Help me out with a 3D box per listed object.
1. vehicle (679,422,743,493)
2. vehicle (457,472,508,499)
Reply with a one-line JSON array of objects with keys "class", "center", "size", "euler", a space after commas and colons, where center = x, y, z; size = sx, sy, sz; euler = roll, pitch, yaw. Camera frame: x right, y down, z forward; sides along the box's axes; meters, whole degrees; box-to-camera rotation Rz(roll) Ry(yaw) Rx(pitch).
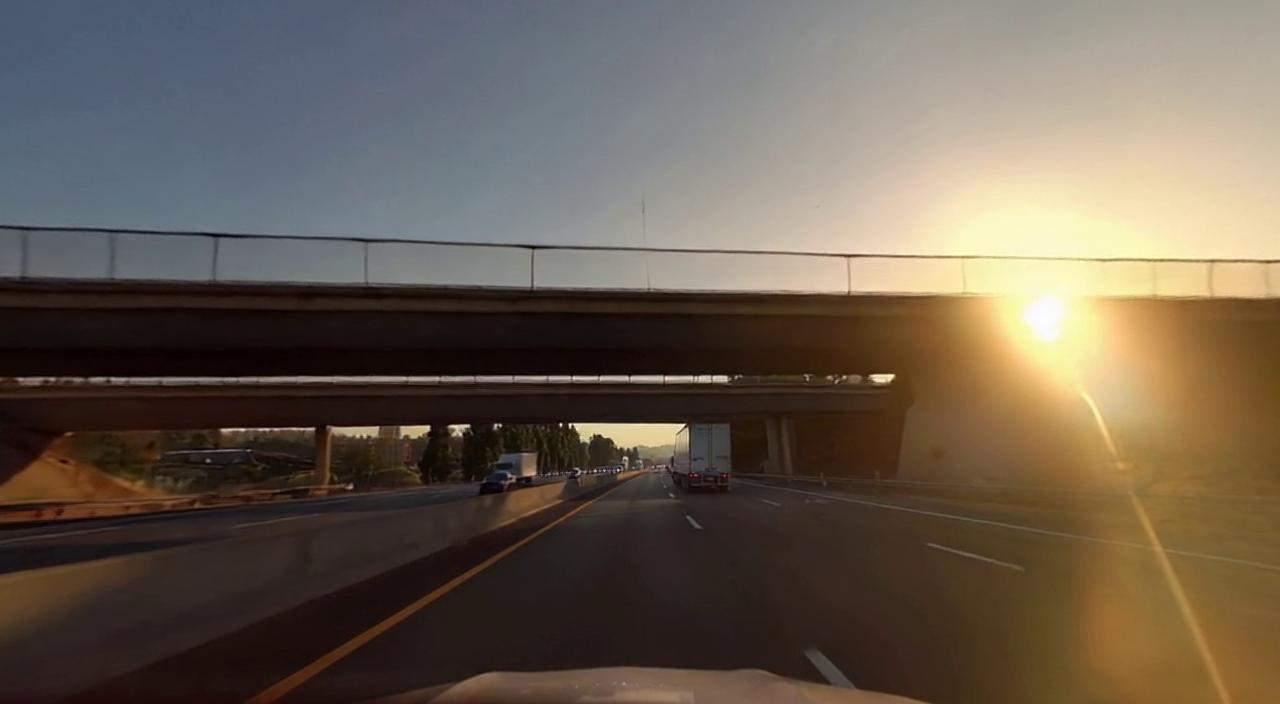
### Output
[{"class": "vehicle", "center": [4.430, 7.139, 42.212], "size": [3.054, 4.005, 11.895], "euler": [0, -11, 0]}, {"class": "vehicle", "center": [-9.234, 7.852, 37.234], "size": [1.863, 1.465, 4.034], "euler": [0, -11, 1]}]
